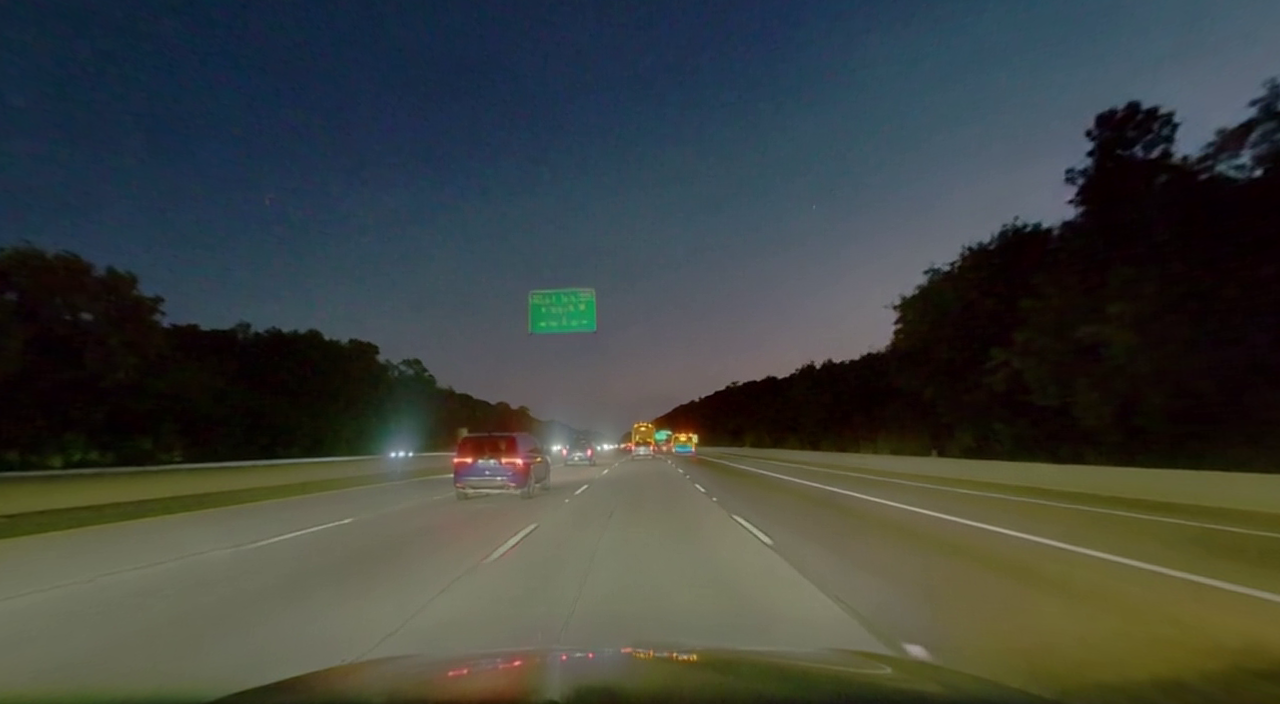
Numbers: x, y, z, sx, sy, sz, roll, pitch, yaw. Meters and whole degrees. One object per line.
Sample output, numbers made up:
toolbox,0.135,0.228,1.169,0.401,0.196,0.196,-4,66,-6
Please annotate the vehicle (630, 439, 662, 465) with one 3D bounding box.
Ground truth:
vehicle,0.392,6.710,42.286,2.042,1.632,3.654,0,-9,0

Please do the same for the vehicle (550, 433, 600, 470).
vehicle,-3.340,5.286,33.559,2.155,1.843,4.567,0,-9,0

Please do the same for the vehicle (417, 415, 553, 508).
vehicle,-3.494,2.590,15.218,2.016,1.898,4.458,0,-9,1
